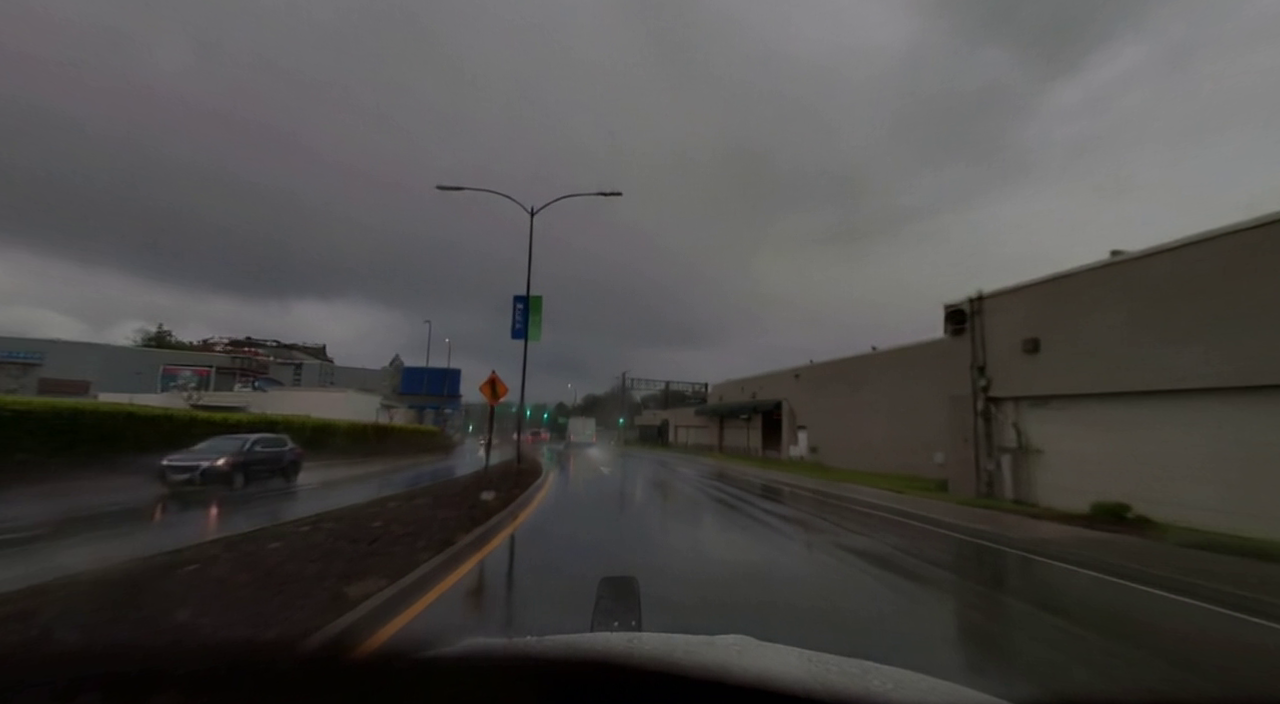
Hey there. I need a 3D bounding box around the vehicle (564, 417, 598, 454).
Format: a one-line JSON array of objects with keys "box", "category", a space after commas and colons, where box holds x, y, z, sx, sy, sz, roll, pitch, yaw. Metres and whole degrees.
[{"box": [-4.720, 6.608, 49.568, 2.276, 2.706, 5.232, 1, -8, -9], "category": "vehicle"}]

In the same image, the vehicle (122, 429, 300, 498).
[{"box": [-10.728, 2.785, 16.188, 1.897, 1.515, 3.986, 0, -8, -3], "category": "vehicle"}]
